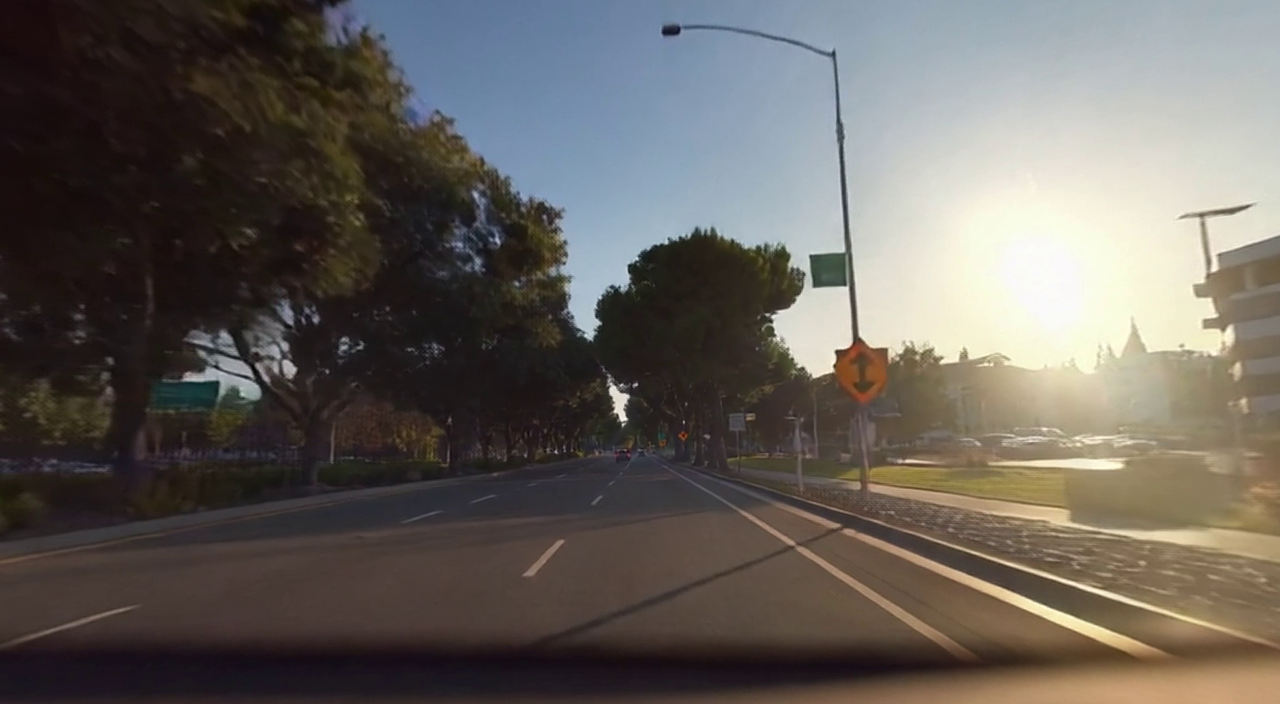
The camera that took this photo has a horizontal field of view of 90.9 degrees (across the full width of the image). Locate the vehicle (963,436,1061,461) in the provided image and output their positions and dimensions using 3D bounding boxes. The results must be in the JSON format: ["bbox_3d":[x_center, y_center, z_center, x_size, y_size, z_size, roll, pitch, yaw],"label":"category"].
[{"bbox_3d":[27.706,7.195,47.184,2.196,1.745,5.838,5,-10,-33],"label":"vehicle"}]

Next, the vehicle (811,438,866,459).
[{"bbox_3d":[14.823,7.234,47.278,3.641,1.408,1.584,-3,-9,7],"label":"vehicle"}]
